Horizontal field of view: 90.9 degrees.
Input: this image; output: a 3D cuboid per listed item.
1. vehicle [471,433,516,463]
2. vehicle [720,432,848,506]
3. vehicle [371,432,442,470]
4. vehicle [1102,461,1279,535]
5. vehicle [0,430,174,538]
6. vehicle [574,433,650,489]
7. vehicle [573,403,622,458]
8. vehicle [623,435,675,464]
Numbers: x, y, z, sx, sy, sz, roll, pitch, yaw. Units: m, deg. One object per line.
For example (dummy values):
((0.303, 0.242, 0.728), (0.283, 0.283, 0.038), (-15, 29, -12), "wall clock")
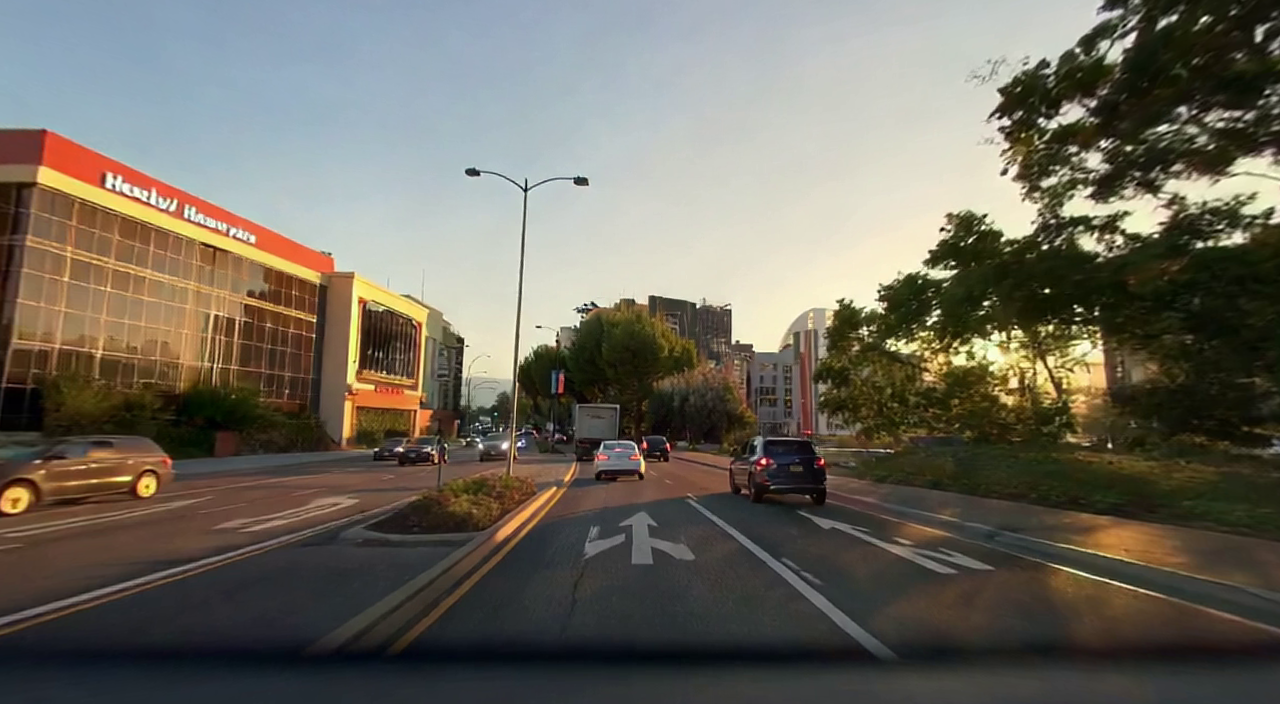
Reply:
((-8.471, 5.552, 36.721), (1.966, 1.616, 4.038), (1, -8, -6), "vehicle")
((3.196, 2.654, 14.841), (1.889, 1.480, 3.876), (1, -8, -4), "vehicle")
((-11.075, 4.703, 30.222), (2.091, 1.642, 4.299), (1, -8, -5), "vehicle")
((12.956, 3.173, 13.939), (3.843, 1.402, 1.926), (-1, -8, 6), "vehicle")
((-9.875, 2.034, 10.199), (1.797, 1.503, 3.784), (0, -8, -1), "vehicle")
((-0.838, 3.124, 18.417), (1.991, 1.472, 3.518), (1, -8, -3), "vehicle")
((-3.103, 5.565, 44.317), (2.917, 3.482, 6.946), (1, -8, -7), "vehicle")
((0.439, 5.262, 34.217), (2.056, 1.472, 3.870), (2, -8, -11), "vehicle")
